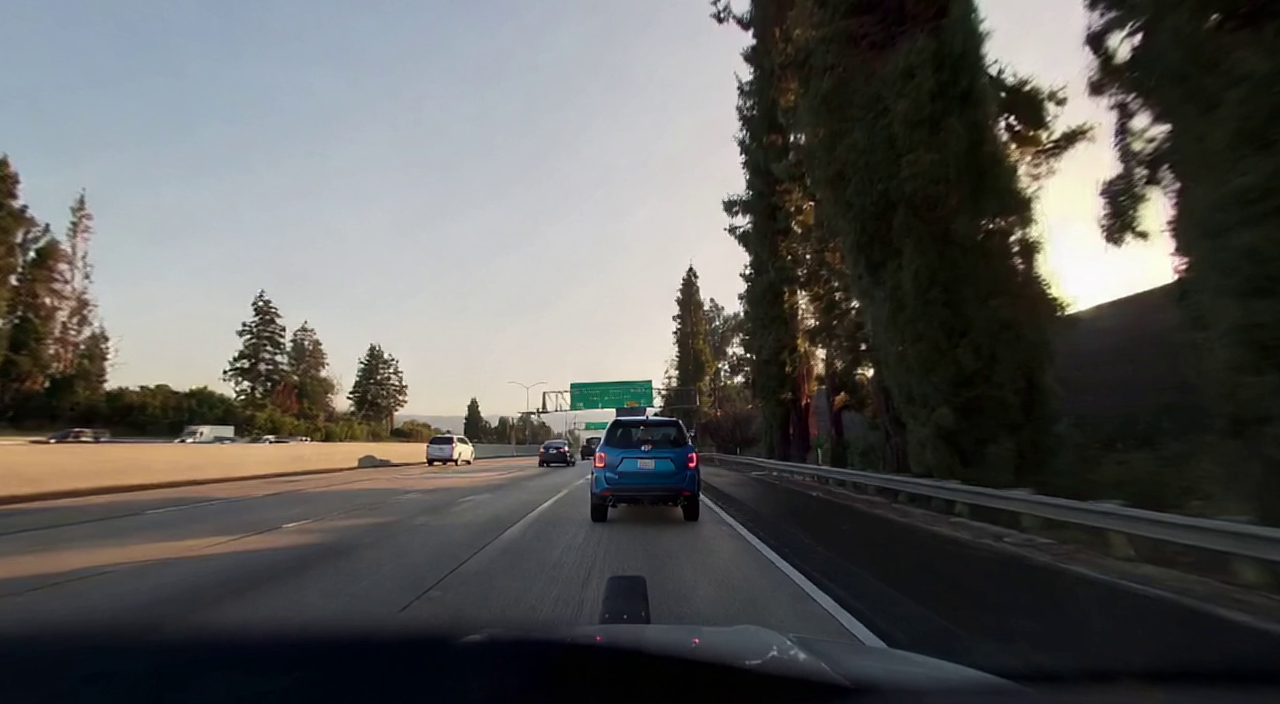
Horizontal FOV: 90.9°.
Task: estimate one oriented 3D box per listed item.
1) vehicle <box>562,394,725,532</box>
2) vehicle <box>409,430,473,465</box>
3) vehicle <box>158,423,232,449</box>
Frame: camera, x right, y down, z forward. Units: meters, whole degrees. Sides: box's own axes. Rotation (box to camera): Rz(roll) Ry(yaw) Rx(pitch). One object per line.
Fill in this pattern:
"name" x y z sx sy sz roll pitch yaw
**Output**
"vehicle" 0.024 1.987 11.756 2.395 2.013 4.734 0 -8 -1
"vehicle" -10.906 5.300 34.981 2.009 1.771 4.540 0 -8 1
"vehicle" -32.005 6.124 45.559 1.980 1.783 4.604 0 -8 0
